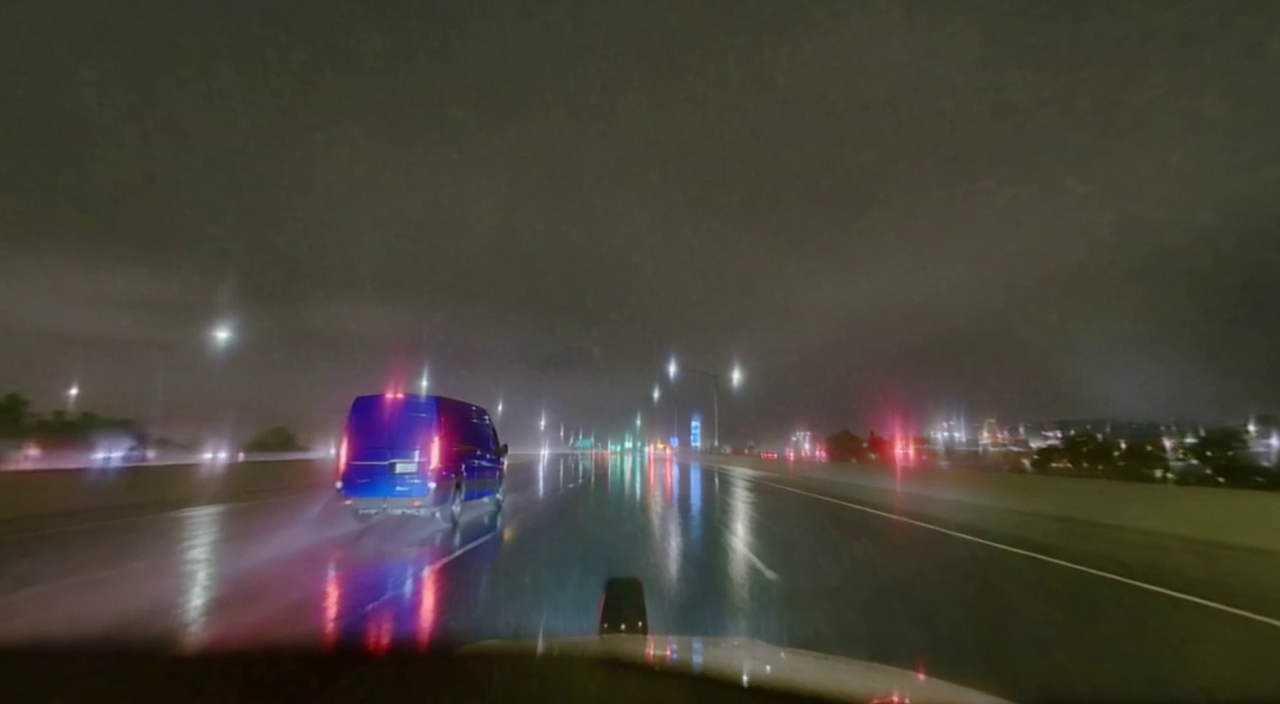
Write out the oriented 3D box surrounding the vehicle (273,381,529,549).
[{"bbox_3d":[-3.698,1.925,11.227,2.372,2.248,5.393,0,-9,1],"label":"vehicle"}]
